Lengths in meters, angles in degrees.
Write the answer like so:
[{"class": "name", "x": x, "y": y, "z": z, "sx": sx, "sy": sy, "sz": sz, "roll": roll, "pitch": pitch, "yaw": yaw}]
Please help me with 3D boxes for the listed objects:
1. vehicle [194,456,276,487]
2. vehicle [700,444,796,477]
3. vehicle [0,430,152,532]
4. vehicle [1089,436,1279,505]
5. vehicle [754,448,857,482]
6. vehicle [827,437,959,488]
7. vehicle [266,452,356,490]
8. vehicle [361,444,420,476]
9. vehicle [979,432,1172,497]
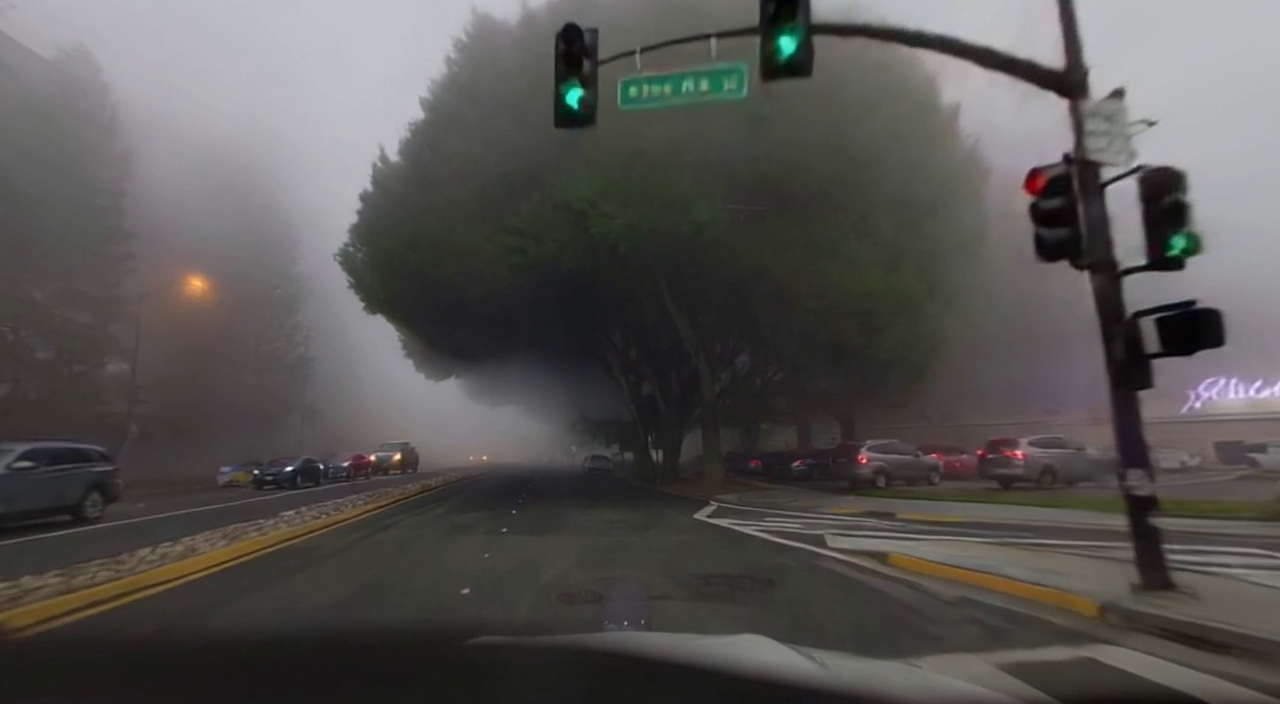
[{"class": "vehicle", "x": -22.406, "y": 6.598, "z": 35.096, "sx": 2.019, "sy": 1.471, "sz": 4.600, "roll": 1, "pitch": -9, "yaw": -8}, {"class": "vehicle", "x": 6.002, "y": 6.018, "z": 35.165, "sx": 4.843, "sy": 1.748, "sz": 1.985, "roll": 1, "pitch": -9, "yaw": -11}, {"class": "vehicle", "x": -12.751, "y": 2.540, "z": 12.742, "sx": 2.049, "sy": 1.817, "sz": 5.292, "roll": 1, "pitch": -9, "yaw": -8}, {"class": "vehicle", "x": 14.899, "y": 3.108, "z": 16.861, "sx": 4.375, "sy": 1.685, "sz": 2.045, "roll": 1, "pitch": -9, "yaw": -9}, {"class": "vehicle", "x": 7.614, "y": 5.176, "z": 29.118, "sx": 4.257, "sy": 1.474, "sz": 1.751, "roll": 2, "pitch": -9, "yaw": -14}, {"class": "vehicle", "x": 9.619, "y": 4.136, "z": 23.936, "sx": 4.669, "sy": 1.770, "sz": 1.896, "roll": 4, "pitch": -10, "yaw": -25}, {"class": "vehicle", "x": -14.305, "y": 5.159, "z": 27.716, "sx": 1.951, "sy": 1.436, "sz": 4.624, "roll": 1, "pitch": -9, "yaw": -7}, {"class": "vehicle", "x": -16.738, "y": 7.216, "z": 42.648, "sx": 2.228, "sy": 1.976, "sz": 5.857, "roll": 1, "pitch": -9, "yaw": -7}, {"class": "vehicle", "x": 13.620, "y": 3.464, "z": 19.759, "sx": 5.314, "sy": 1.829, "sz": 2.018, "roll": 3, "pitch": -9, "yaw": -18}]
